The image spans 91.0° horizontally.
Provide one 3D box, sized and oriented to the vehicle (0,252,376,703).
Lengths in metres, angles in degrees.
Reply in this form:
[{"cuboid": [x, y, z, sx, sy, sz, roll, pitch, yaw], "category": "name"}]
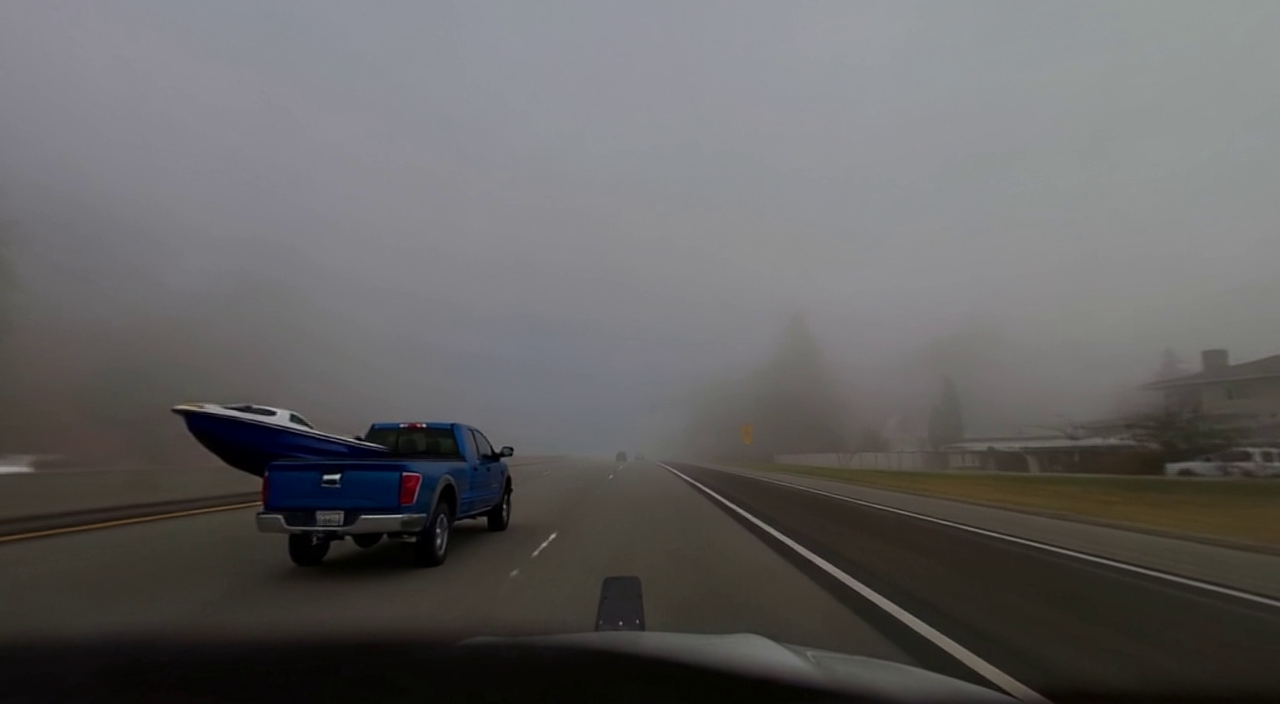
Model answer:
[{"cuboid": [-2.887, 0.645, 1.701, 1.919, 1.935, 5.609, 0, -9, 0], "category": "vehicle"}]
